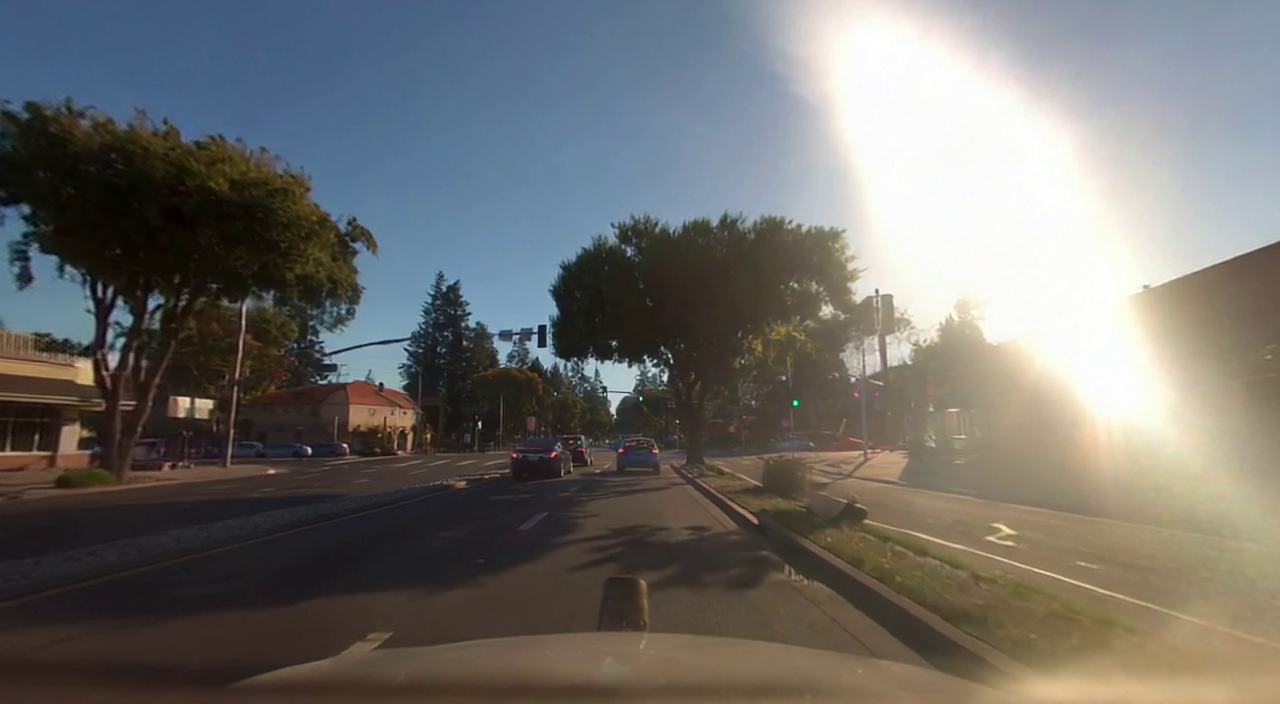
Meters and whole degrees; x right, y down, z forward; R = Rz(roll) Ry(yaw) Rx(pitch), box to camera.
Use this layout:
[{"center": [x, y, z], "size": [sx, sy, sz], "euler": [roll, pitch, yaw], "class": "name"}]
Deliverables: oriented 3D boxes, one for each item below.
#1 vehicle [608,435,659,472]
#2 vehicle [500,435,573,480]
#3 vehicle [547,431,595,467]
[{"center": [-0.286, 4.424, 27.623], "size": [2.066, 1.482, 3.923], "euler": [0, -8, 0], "class": "vehicle"}, {"center": [-3.722, 3.877, 23.430], "size": [1.942, 1.497, 4.561], "euler": [0, -8, 0], "class": "vehicle"}, {"center": [-3.614, 5.207, 33.907], "size": [2.029, 1.752, 4.420], "euler": [0, -8, 0], "class": "vehicle"}]
